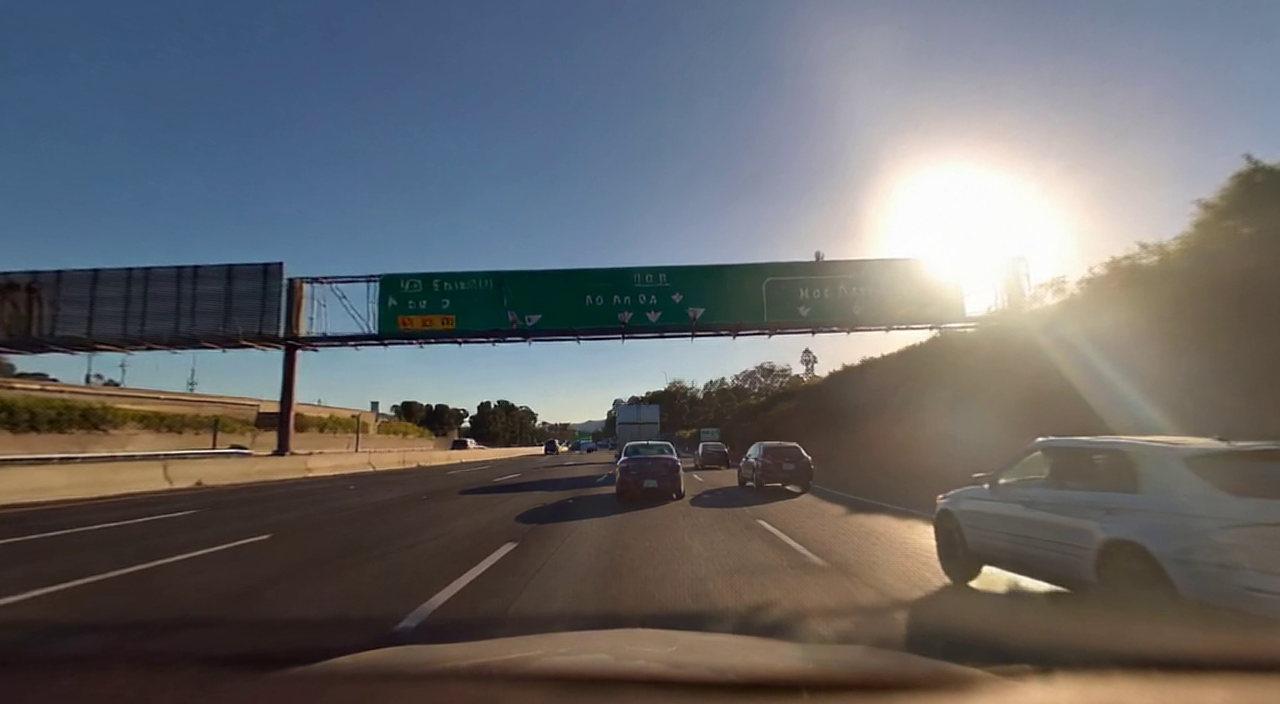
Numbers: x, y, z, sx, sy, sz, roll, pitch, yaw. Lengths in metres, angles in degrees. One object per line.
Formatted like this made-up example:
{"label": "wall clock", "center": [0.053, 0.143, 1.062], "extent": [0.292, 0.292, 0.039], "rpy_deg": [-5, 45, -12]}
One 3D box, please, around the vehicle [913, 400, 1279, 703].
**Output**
{"label": "vehicle", "center": [3.695, 1.159, 3.975], "extent": [1.979, 1.504, 4.377], "rpy_deg": [0, -9, 0]}

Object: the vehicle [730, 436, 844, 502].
{"label": "vehicle", "center": [3.731, 3.048, 16.806], "extent": [2.044, 1.523, 3.947], "rpy_deg": [0, -9, -1]}

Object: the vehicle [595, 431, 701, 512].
{"label": "vehicle", "center": [0.166, 2.616, 14.220], "extent": [2.044, 1.554, 3.824], "rpy_deg": [0, -9, 0]}
